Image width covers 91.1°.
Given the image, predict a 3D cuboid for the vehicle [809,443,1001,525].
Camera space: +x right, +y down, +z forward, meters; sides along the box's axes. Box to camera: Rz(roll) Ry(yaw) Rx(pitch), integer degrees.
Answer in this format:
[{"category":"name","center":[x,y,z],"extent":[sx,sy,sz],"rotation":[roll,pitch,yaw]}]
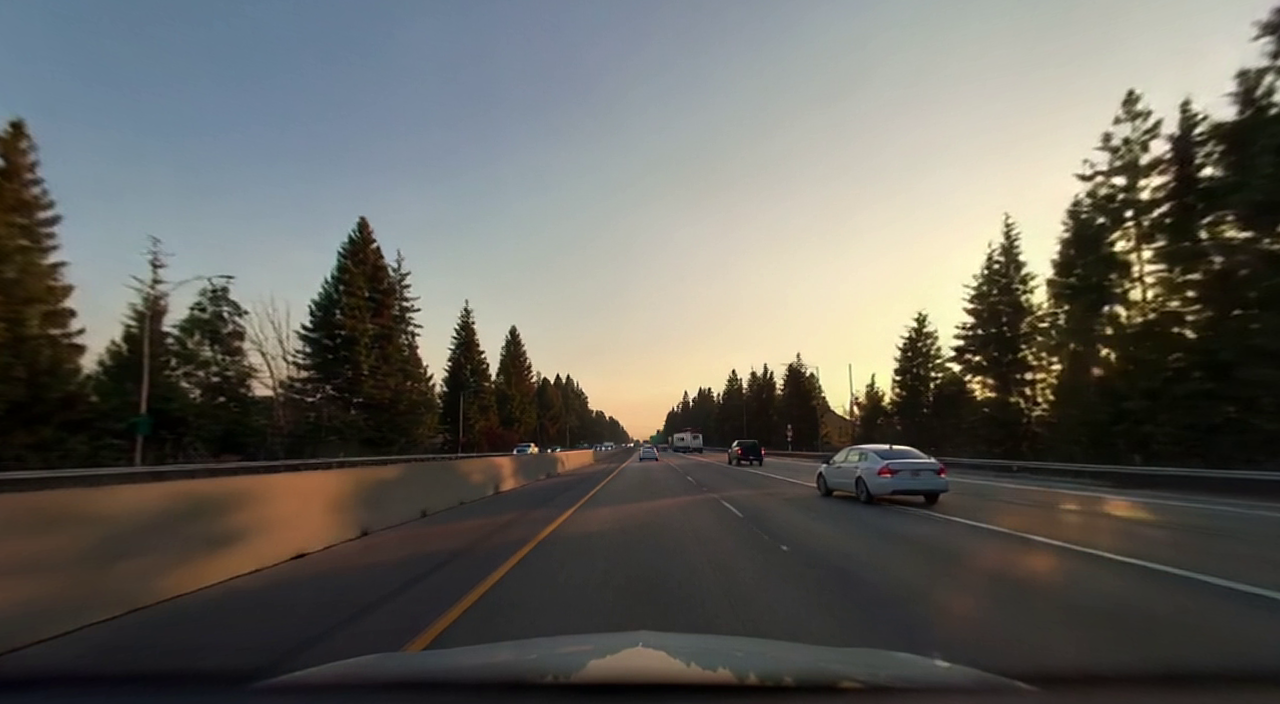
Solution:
[{"category":"vehicle","center":[5.404,2.717,13.683],"extent":[1.904,1.453,4.789],"rotation":[0,-8,-3]}]

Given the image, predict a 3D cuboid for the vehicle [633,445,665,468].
[{"category":"vehicle","center":[0.596,7.181,43.491],"extent":[2.052,1.472,4.295],"rotation":[0,-8,0]}]

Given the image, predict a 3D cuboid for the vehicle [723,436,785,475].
[{"category":"vehicle","center":[6.119,5.619,34.412],"extent":[2.206,1.902,5.460],"rotation":[0,-8,-2]}]
